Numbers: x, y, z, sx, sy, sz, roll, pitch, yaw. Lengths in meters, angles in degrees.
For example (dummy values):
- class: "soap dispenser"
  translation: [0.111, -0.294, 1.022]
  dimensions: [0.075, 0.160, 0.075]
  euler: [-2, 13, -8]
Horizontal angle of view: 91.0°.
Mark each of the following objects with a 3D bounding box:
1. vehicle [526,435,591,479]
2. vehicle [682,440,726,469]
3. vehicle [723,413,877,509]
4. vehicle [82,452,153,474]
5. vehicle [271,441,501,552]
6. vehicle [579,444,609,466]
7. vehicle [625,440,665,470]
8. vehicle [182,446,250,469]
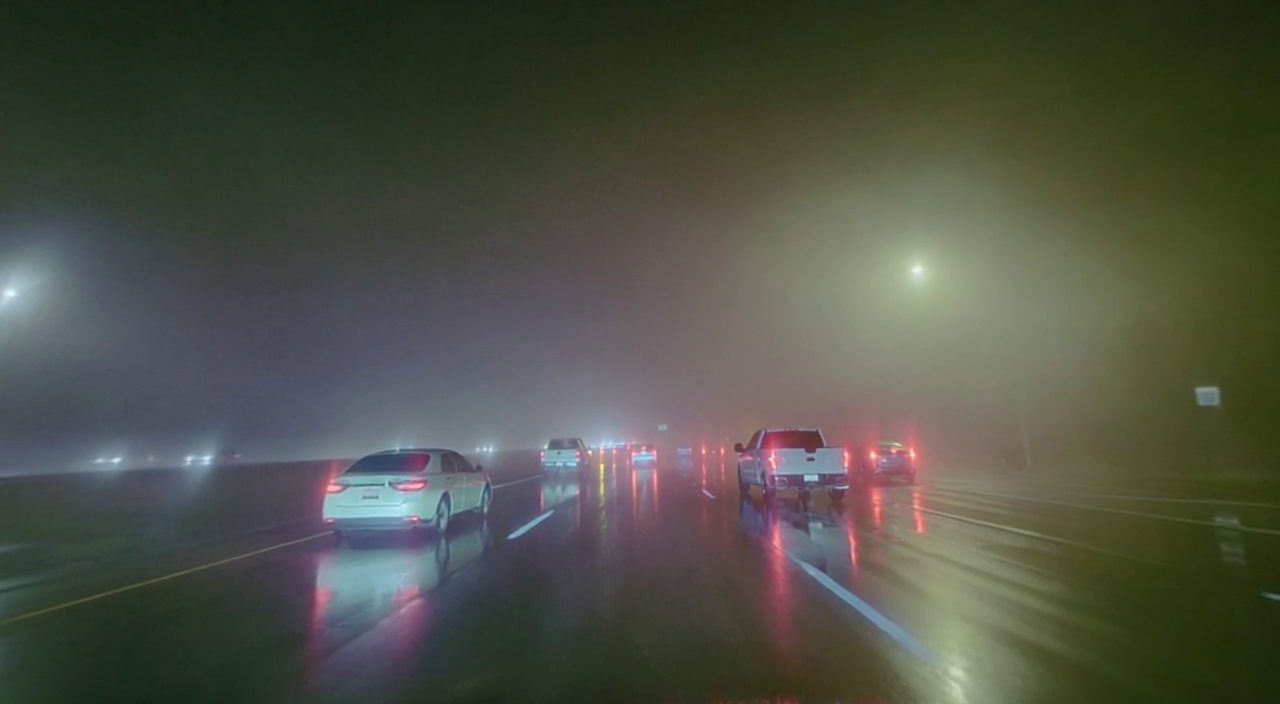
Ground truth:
- class: "vehicle"
  translation: [-3.562, 4.732, 28.640]
  dimensions: [2.176, 1.783, 4.799]
  euler: [0, -9, 2]
- class: "vehicle"
  translation: [3.832, 6.244, 38.423]
  dimensions: [2.145, 1.636, 4.437]
  euler: [1, -9, -1]
- class: "vehicle"
  translation: [3.649, 2.646, 15.712]
  dimensions: [2.340, 1.925, 5.529]
  euler: [0, -9, -1]
- class: "vehicle"
  translation: [-38.265, 8.102, 46.225]
  dimensions: [1.751, 1.485, 4.008]
  euler: [0, -9, 0]
- class: "vehicle"
  translation: [-3.797, 2.209, 10.388]
  dimensions: [1.947, 1.424, 4.264]
  euler: [0, -9, 1]
- class: "vehicle"
  translation: [-3.318, 7.495, 45.858]
  dimensions: [1.907, 1.484, 3.954]
  euler: [0, -9, 0]
- class: "vehicle"
  translation: [0.248, 5.836, 35.755]
  dimensions: [2.147, 1.572, 4.094]
  euler: [0, -9, 0]
- class: "vehicle"
  translation: [-30.770, 7.660, 45.880]
  dimensions: [1.875, 1.542, 4.486]
  euler: [0, -9, 0]
